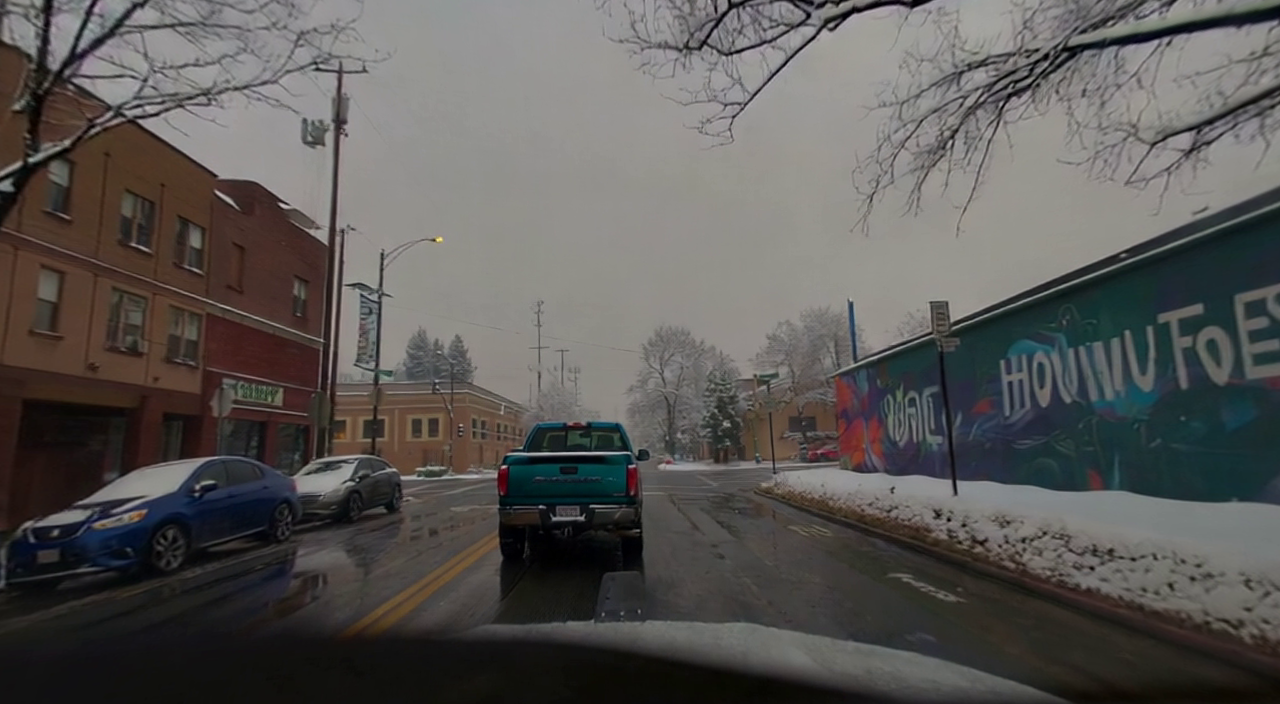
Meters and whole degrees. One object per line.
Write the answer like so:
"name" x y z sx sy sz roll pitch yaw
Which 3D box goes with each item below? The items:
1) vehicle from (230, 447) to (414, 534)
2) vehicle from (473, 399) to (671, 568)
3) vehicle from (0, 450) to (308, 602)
"vehicle" -7.395 3.211 15.450 1.884 1.730 5.076 0 -8 0
"vehicle" -0.749 1.823 9.480 2.215 1.882 4.611 0 -8 0
"vehicle" -7.203 2.422 9.781 1.882 1.686 4.489 -2 -8 -3
